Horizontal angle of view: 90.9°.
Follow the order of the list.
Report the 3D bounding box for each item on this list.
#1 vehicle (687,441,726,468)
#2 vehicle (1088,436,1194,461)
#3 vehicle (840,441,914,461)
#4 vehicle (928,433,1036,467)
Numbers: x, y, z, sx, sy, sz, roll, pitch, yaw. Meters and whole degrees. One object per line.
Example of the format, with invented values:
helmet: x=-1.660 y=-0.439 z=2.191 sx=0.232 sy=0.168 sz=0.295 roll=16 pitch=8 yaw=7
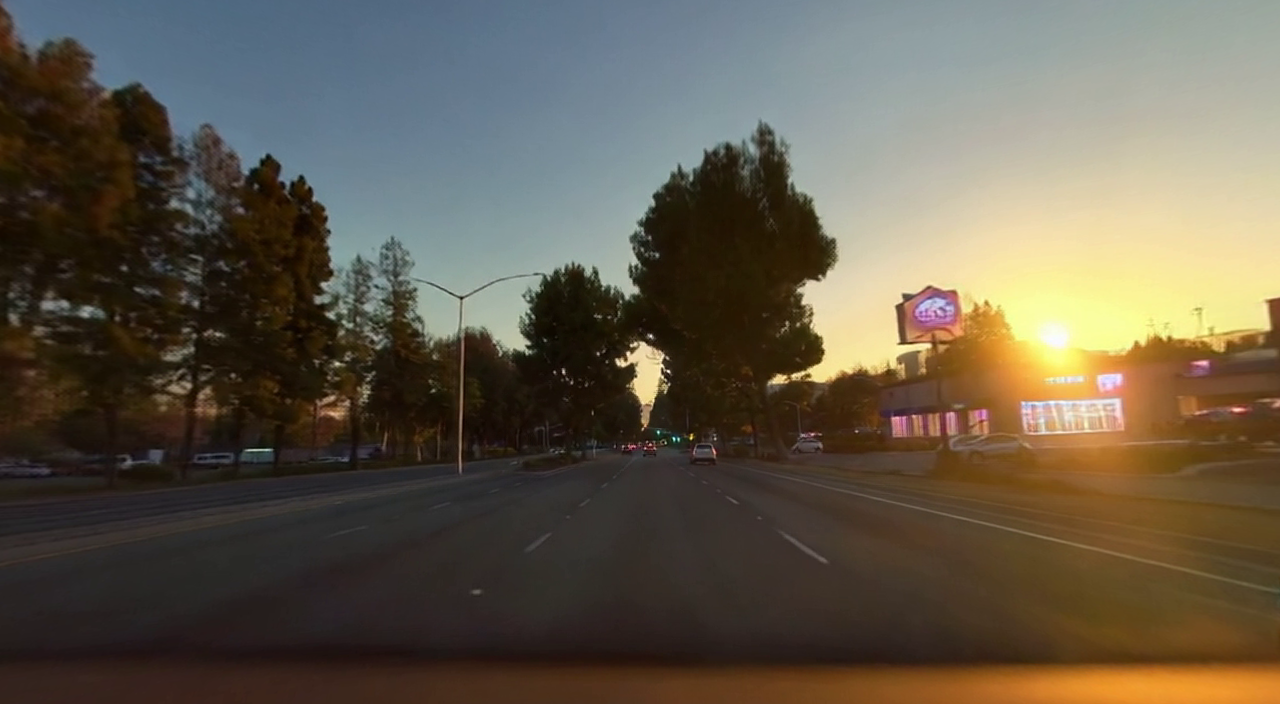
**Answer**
vehicle: x=4.255 y=6.629 z=40.986 sx=2.007 sy=1.683 sz=4.171 roll=0 pitch=-8 yaw=-1
vehicle: x=32.405 y=6.245 z=40.876 sx=5.080 sy=1.504 sz=1.946 roll=-8 pitch=-12 yaw=44
vehicle: x=17.332 y=7.282 z=46.303 sx=4.685 sy=1.478 sz=1.849 roll=0 pitch=-9 yaw=2
vehicle: x=17.867 y=5.132 z=33.103 sx=4.386 sy=1.701 sz=2.121 roll=-1 pitch=-8 yaw=3
